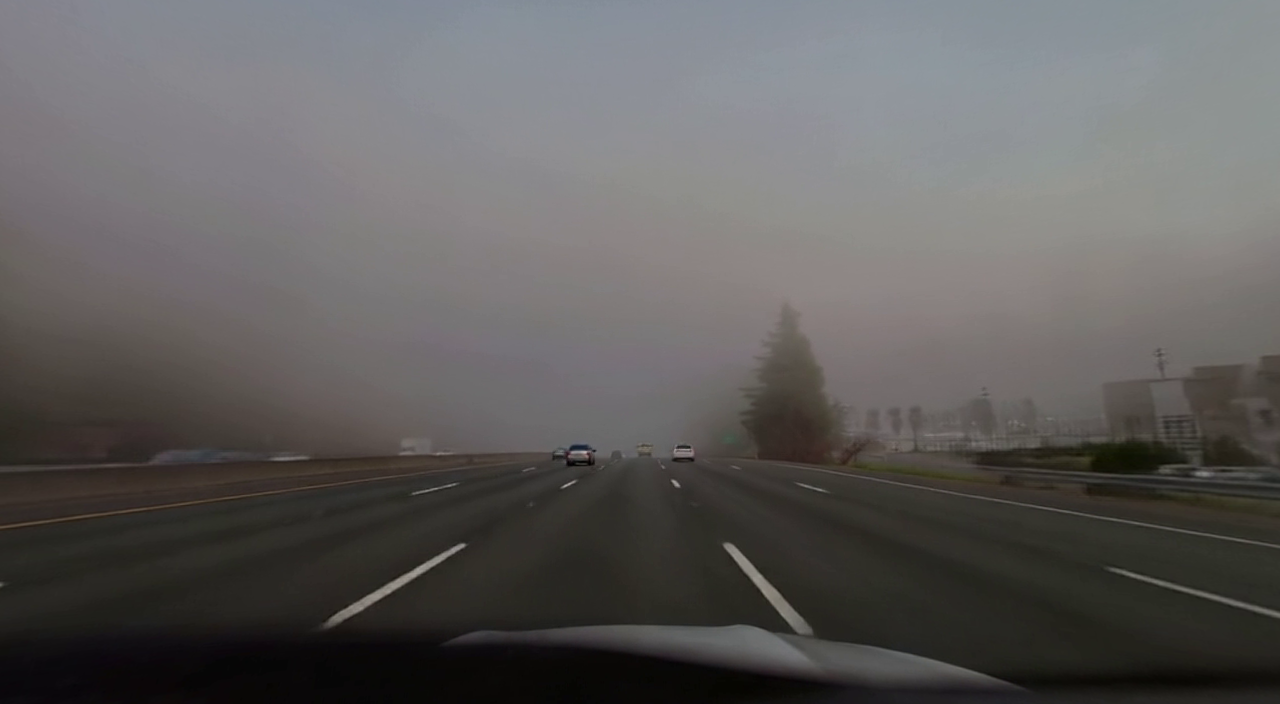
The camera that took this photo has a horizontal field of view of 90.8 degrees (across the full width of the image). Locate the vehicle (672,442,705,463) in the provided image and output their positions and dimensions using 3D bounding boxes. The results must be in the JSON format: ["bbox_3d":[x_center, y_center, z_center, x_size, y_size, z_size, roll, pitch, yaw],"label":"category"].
[{"bbox_3d":[3.478,7.293,45.870,1.967,1.475,4.080,0,-8,-1],"label":"vehicle"}]

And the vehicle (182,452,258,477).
[{"bbox_3d":[-27.236,7.302,41.164,1.804,1.461,4.501,0,-9,0],"label":"vehicle"}]

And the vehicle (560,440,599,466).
[{"bbox_3d":[-4.184,7.075,44.386,2.179,1.693,4.204,0,-8,1],"label":"vehicle"}]

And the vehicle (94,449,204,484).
[{"bbox_3d":[-23.818,5.520,30.876,1.860,1.566,4.315,0,-9,0],"label":"vehicle"}]
